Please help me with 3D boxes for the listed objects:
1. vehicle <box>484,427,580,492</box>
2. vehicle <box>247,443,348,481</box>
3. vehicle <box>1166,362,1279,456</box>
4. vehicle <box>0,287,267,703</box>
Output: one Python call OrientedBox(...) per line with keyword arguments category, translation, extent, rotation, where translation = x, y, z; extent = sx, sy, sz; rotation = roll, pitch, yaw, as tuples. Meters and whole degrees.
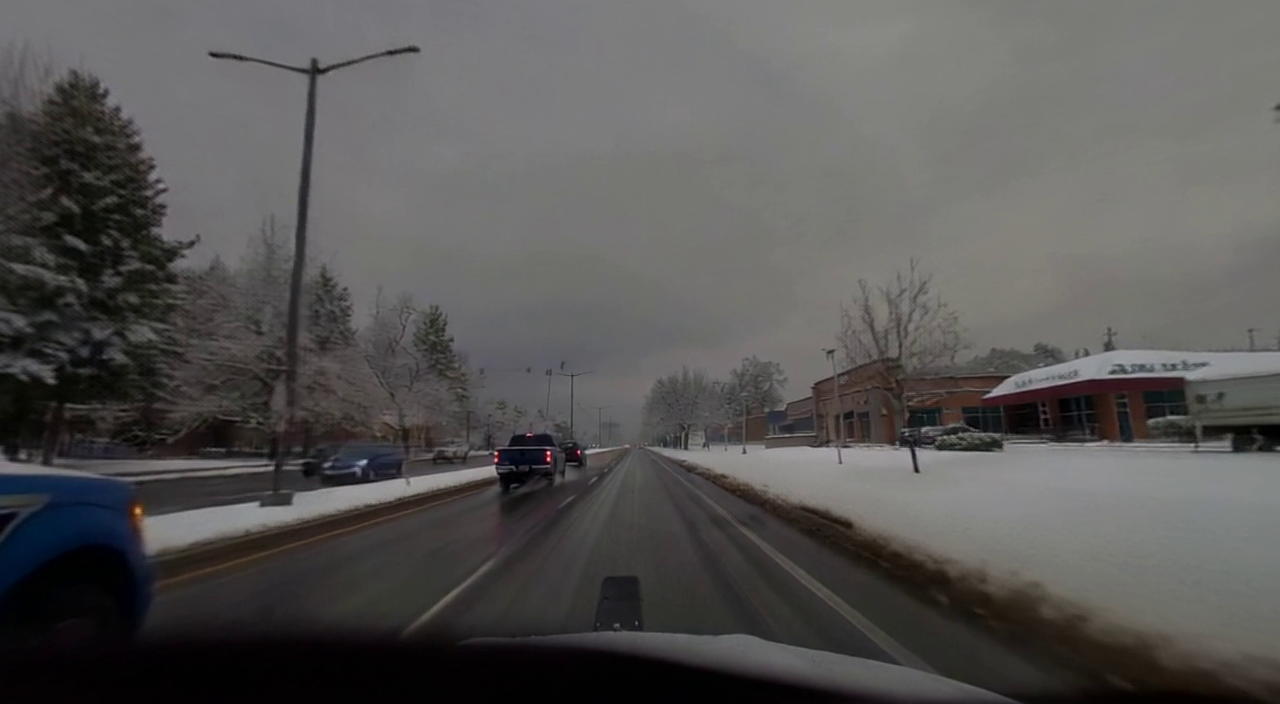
OrientedBox(category="vehicle", translation=(-3.275, 3.417, 20.323), extent=(2.065, 1.790, 5.417), rotation=(0, -8, 1))
OrientedBox(category="vehicle", translation=(-14.830, 4.768, 27.573), extent=(2.047, 1.489, 4.216), rotation=(0, -8, 0))
OrientedBox(category="vehicle", translation=(26.065, 1.881, 22.078), extent=(2.948, 3.576, 13.937), rotation=(0, -8, -2))
OrientedBox(category="vehicle", translation=(-3.200, 0.513, 0.764), extent=(2.277, 1.801, 5.250), rotation=(0, -8, 0))
